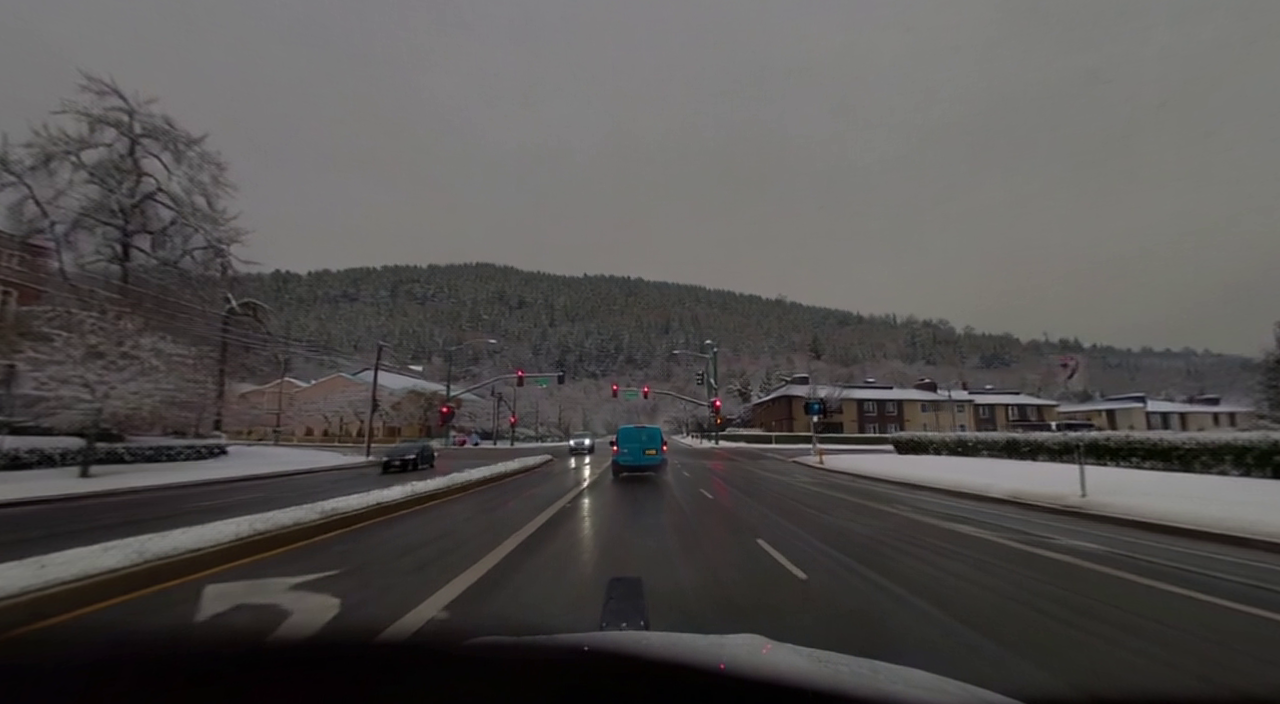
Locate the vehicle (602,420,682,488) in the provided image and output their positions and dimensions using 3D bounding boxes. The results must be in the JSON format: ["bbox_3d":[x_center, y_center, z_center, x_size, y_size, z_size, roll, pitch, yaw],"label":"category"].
[{"bbox_3d":[0.087,3.110,19.453,2.185,1.822,4.391,-1,-9,1],"label":"vehicle"}]

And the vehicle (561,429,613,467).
[{"bbox_3d":[-2.608,4.882,32.105,2.131,1.783,4.540,-1,-9,1],"label":"vehicle"}]

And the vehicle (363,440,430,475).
[{"bbox_3d":[-11.182,4.836,29.232,1.991,1.469,4.596,1,-9,-10],"label":"vehicle"}]

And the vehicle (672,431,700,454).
[{"bbox_3d":[3.522,7.017,48.826,1.817,1.662,3.843,0,-9,-1],"label":"vehicle"}]
